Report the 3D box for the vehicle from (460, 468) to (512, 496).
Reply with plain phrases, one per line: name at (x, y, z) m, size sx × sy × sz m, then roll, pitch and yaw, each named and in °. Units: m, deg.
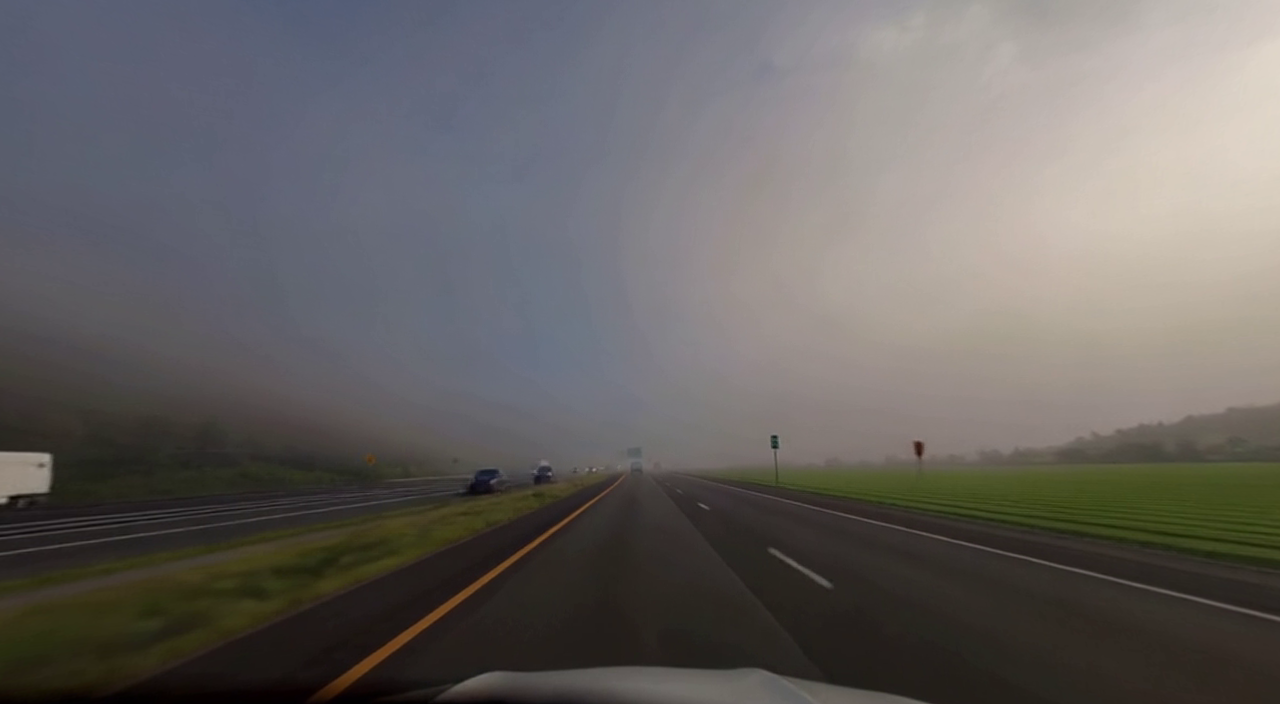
vehicle at (-8.816, 7.441, 36.244) m, size 1.902 × 1.477 × 4.113 m, roll 1°, pitch -10°, yaw 0°
